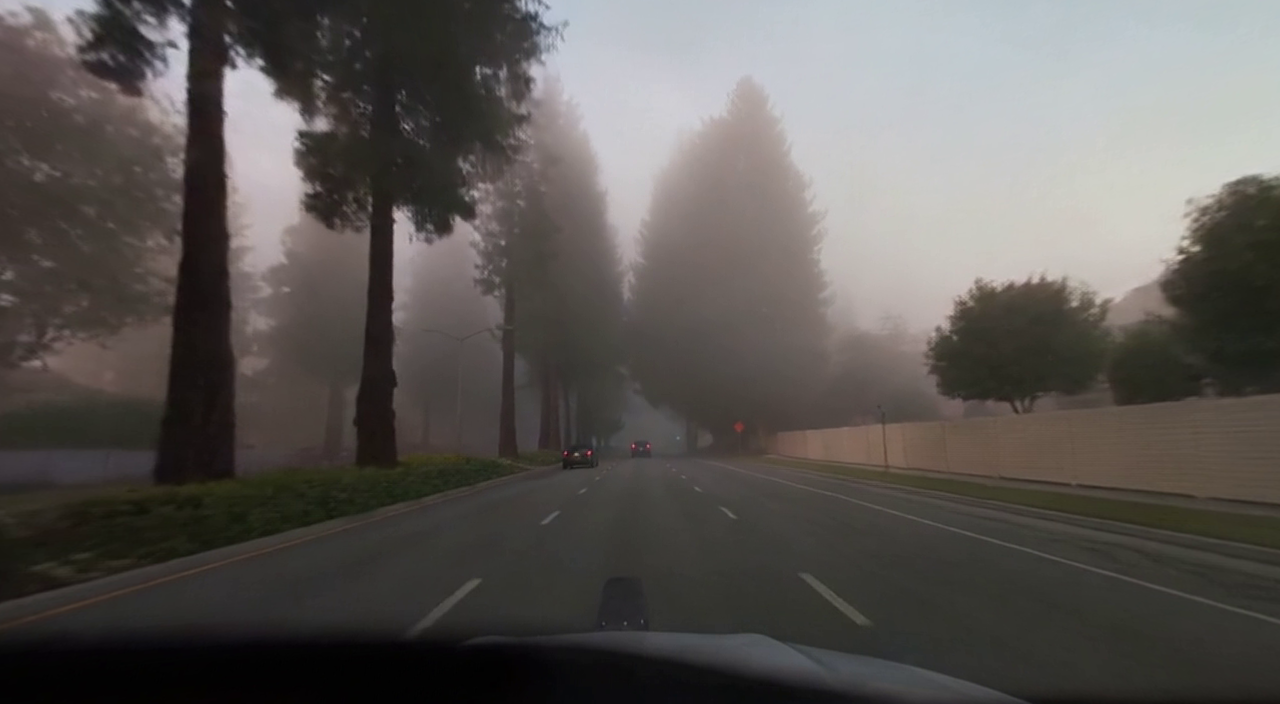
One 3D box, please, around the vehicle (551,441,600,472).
[{"bbox_3d":[-3.282,5.418,32.862,2.021,1.466,4.330,0,-9,1],"label":"vehicle"}]
